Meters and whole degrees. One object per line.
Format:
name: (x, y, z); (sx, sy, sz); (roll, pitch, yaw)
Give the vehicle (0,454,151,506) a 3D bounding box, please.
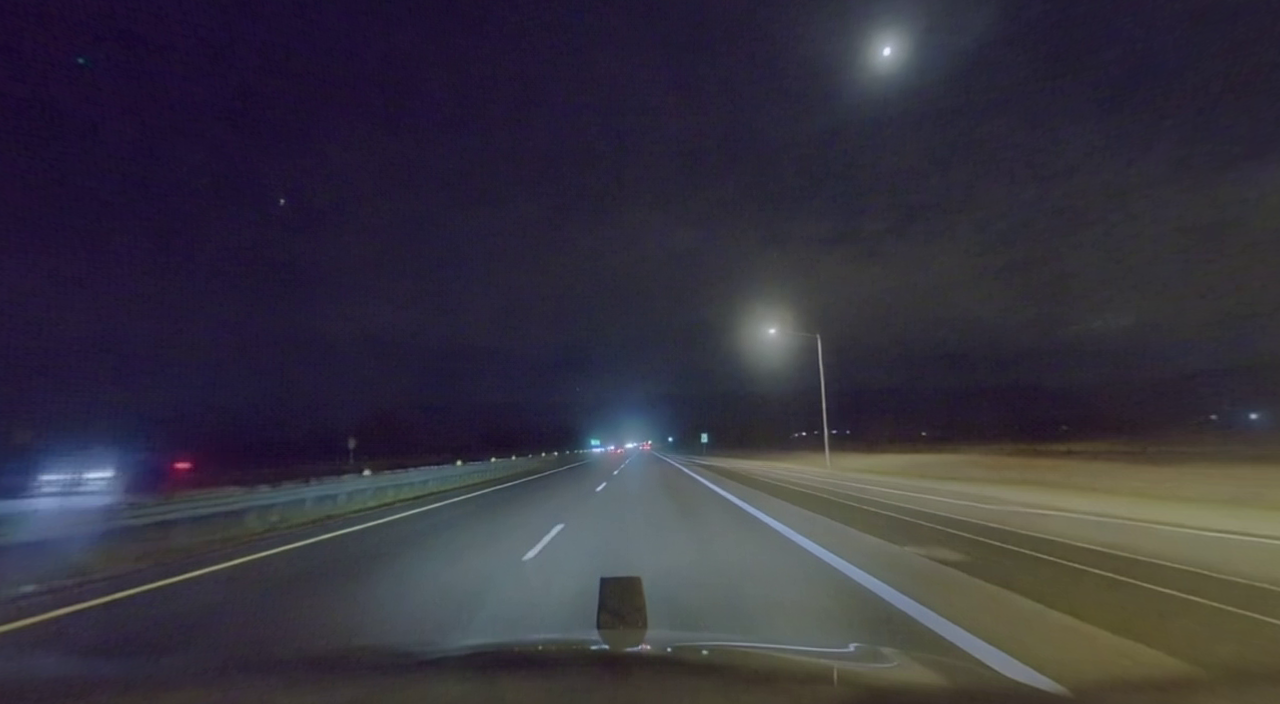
vehicle: (-19.140, 4.189, 21.085); (1.878, 1.448, 4.573); (0, -9, 1)
